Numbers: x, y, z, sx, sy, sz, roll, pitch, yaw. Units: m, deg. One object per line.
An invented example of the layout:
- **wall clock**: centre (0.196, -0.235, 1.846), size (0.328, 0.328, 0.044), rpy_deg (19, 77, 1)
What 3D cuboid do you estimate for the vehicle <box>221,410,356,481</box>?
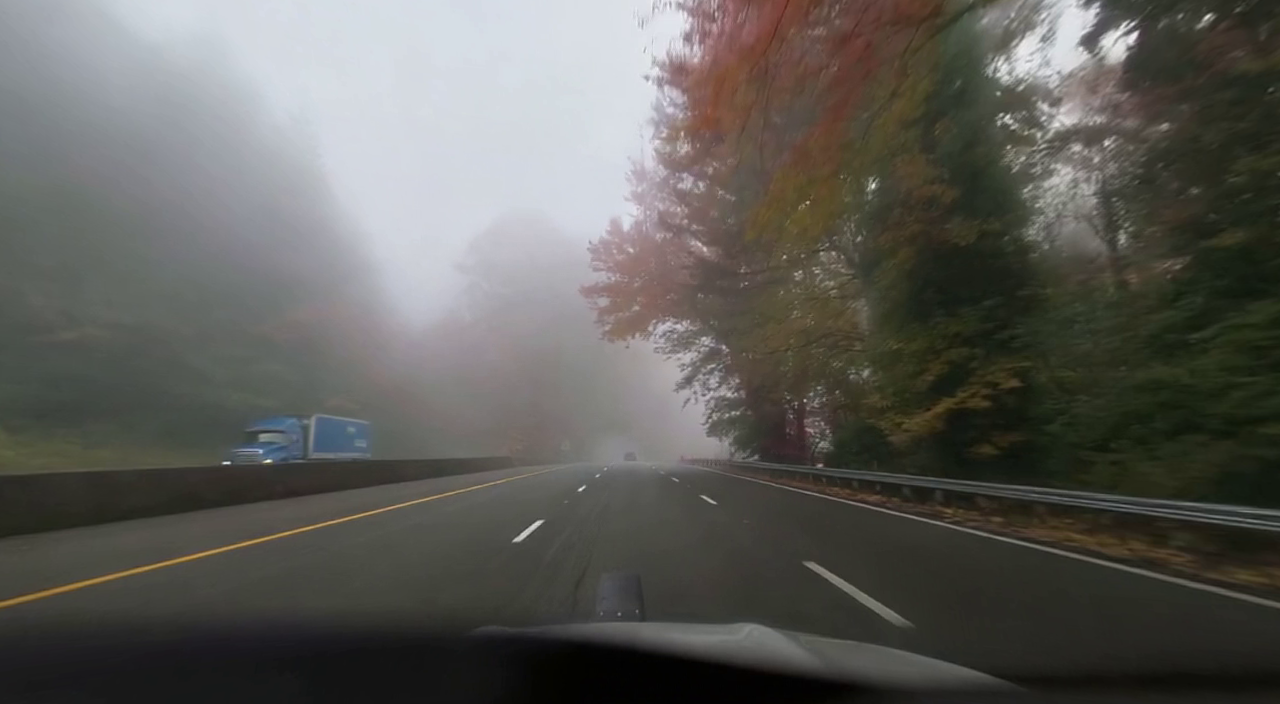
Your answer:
- **vehicle**: centre (-20.513, 5.579, 37.443), size (2.992, 3.684, 8.774), rpy_deg (0, -9, 0)
